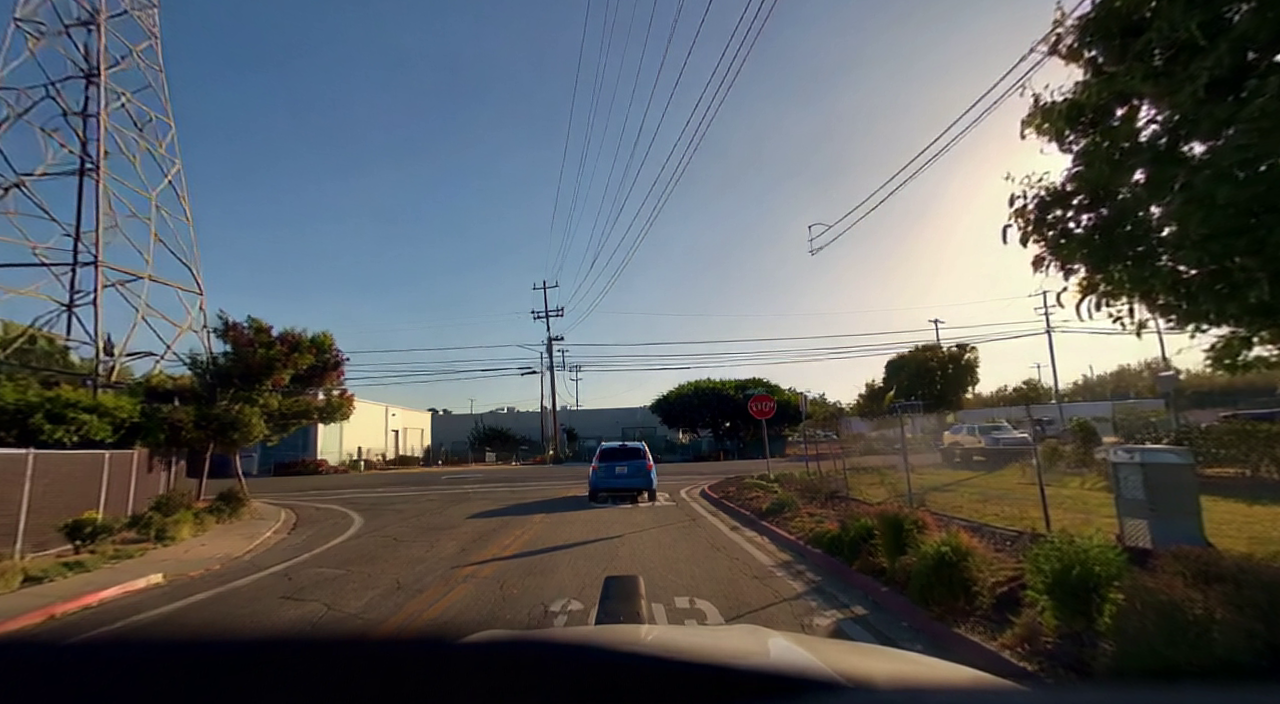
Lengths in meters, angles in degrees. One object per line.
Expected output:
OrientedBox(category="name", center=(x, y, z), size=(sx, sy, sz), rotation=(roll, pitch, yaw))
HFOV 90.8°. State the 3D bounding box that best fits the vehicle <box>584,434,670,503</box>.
OrientedBox(category="vehicle", center=(-0.446, 3.211, 17.929), size=(2.137, 1.698, 4.166), rotation=(0, -8, -3))
